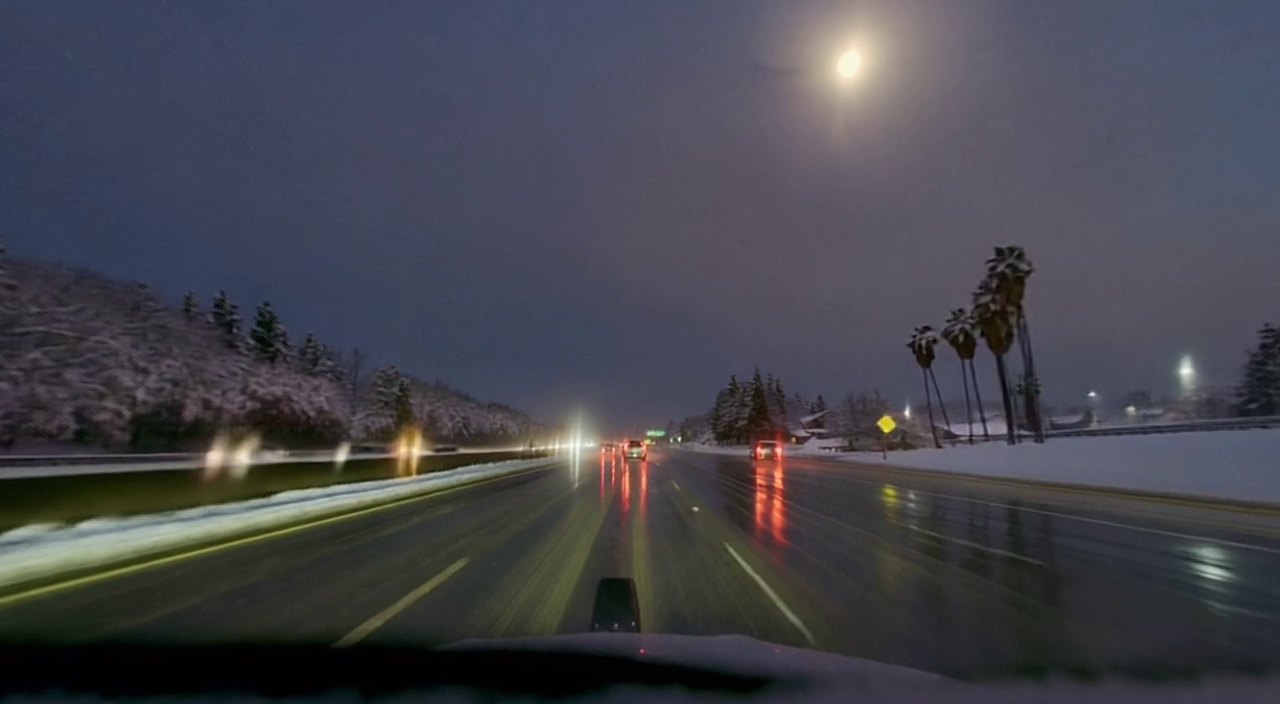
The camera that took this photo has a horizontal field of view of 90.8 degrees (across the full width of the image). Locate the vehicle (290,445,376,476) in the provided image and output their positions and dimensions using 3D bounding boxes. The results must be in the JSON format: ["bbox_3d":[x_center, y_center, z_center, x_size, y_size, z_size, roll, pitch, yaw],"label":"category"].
[{"bbox_3d":[-15.733,5.547,32.671,2.018,1.481,4.665,0,-8,1],"label":"vehicle"}]

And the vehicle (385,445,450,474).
[{"bbox_3d":[-12.259,5.919,35.118,1.996,1.475,4.304,0,-8,1],"label":"vehicle"}]

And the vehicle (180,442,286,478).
[{"bbox_3d":[-19.530,5.159,30.584,2.094,1.592,4.528,0,-8,0],"label":"vehicle"}]
